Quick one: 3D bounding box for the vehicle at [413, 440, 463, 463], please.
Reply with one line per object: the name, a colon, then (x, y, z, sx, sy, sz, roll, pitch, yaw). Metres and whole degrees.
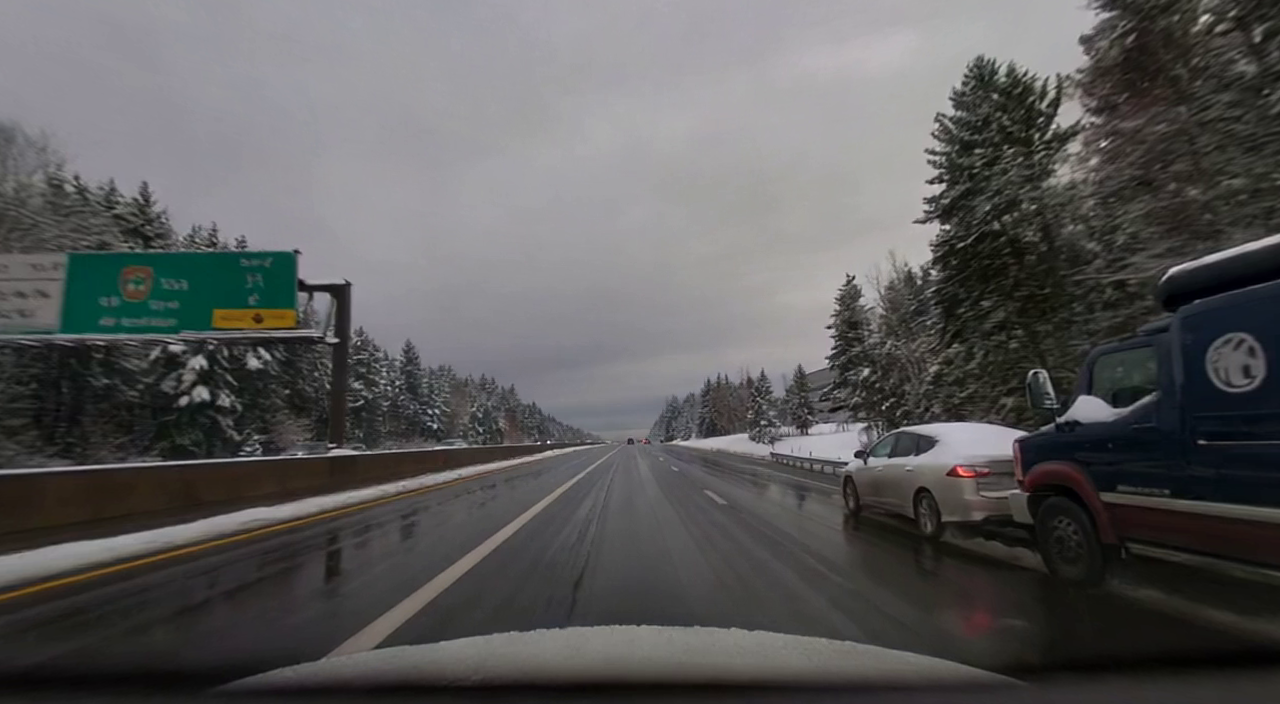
vehicle: (-13.105, 6.455, 41.102, 1.848, 1.429, 4.181, 0, -8, 0)

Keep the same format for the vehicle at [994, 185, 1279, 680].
vehicle: (4.544, 0.471, 3.680, 2.370, 2.579, 4.127, 0, -8, -2)

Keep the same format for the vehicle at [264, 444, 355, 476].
vehicle: (-16.792, 5.493, 32.343, 2.116, 1.447, 4.781, 0, -8, 0)
